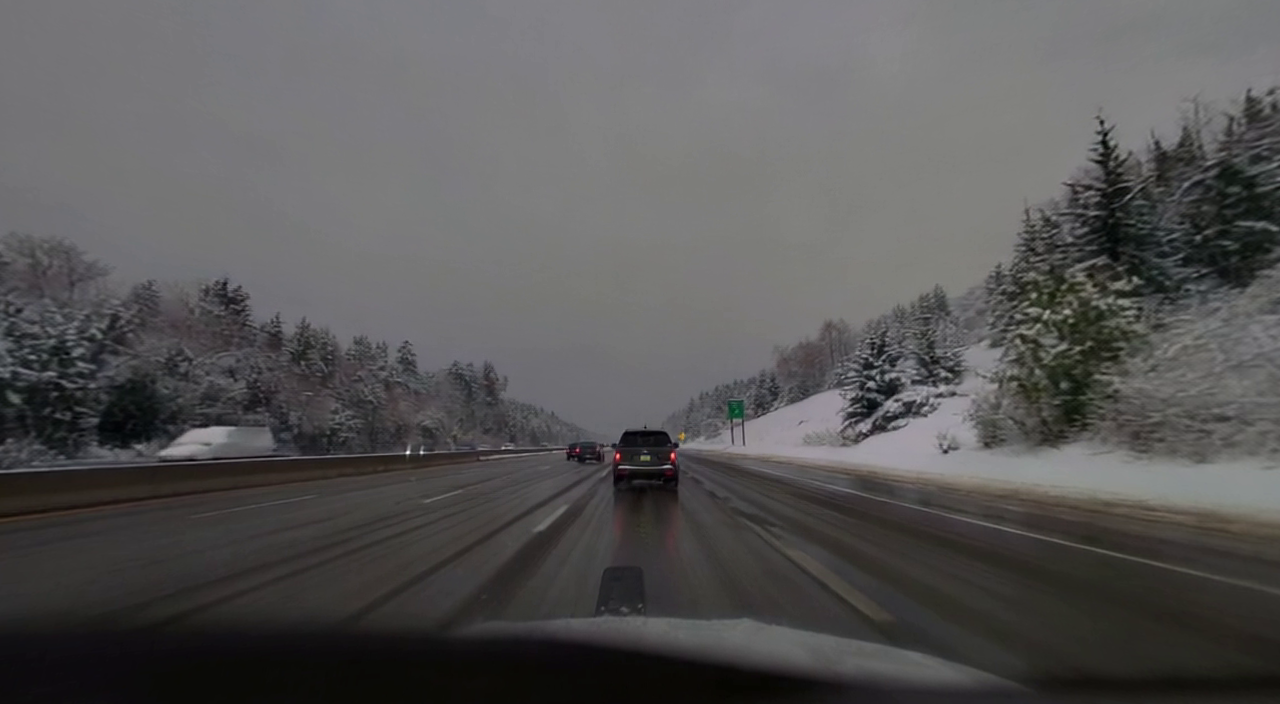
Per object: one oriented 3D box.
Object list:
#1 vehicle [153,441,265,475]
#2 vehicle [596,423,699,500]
[{"bbox_3d":[-24.236,5.981,35.841,2.271,1.728,5.807,0,-9,1],"label":"vehicle"},{"bbox_3d":[0.173,2.938,17.223,2.447,1.804,4.273,0,-9,0],"label":"vehicle"}]
